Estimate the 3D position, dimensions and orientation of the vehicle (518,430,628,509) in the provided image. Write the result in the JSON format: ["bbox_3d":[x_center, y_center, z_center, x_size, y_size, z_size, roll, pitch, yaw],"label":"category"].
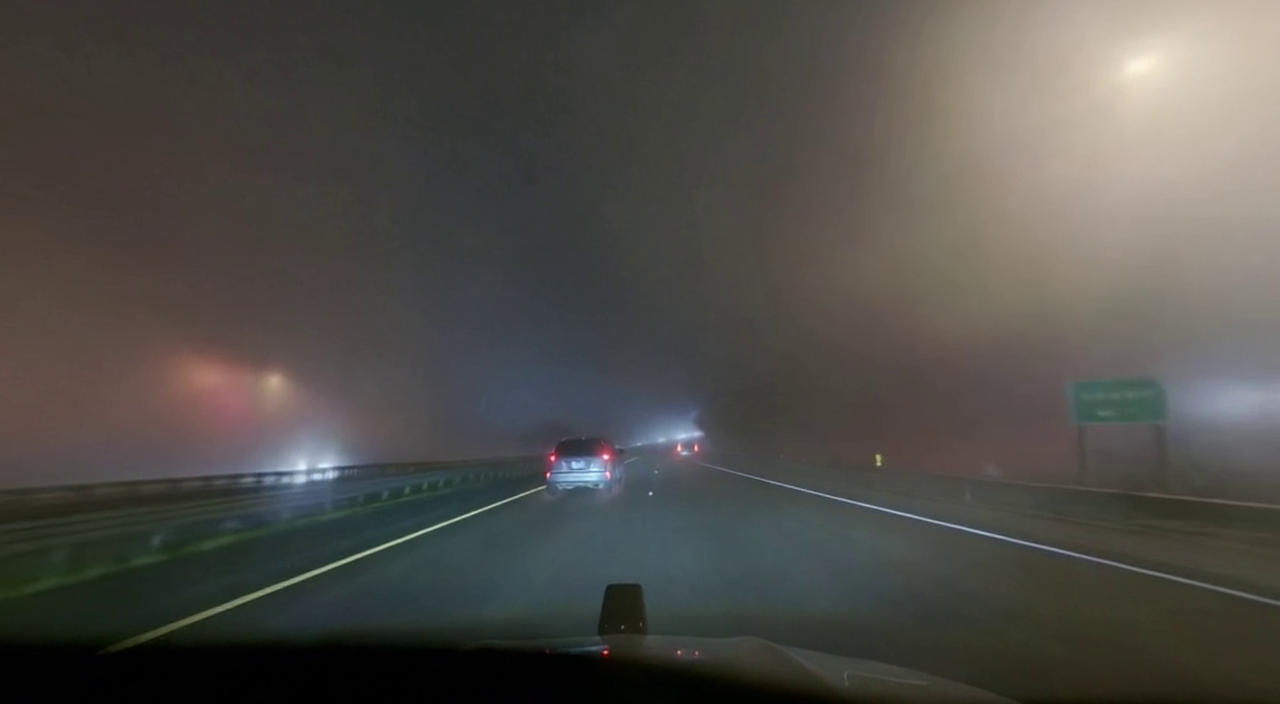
[{"bbox_3d":[-1.526,2.920,16.169,2.143,1.693,4.513,-1,-8,2],"label":"vehicle"}]

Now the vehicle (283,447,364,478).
[{"bbox_3d":[-18.626,6.487,37.410,2.039,1.710,5.085,-1,-8,1],"label":"vehicle"}]

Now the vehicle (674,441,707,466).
[{"bbox_3d":[3.544,7.192,44.890,2.073,1.621,3.993,-1,-8,1],"label":"vehicle"}]
